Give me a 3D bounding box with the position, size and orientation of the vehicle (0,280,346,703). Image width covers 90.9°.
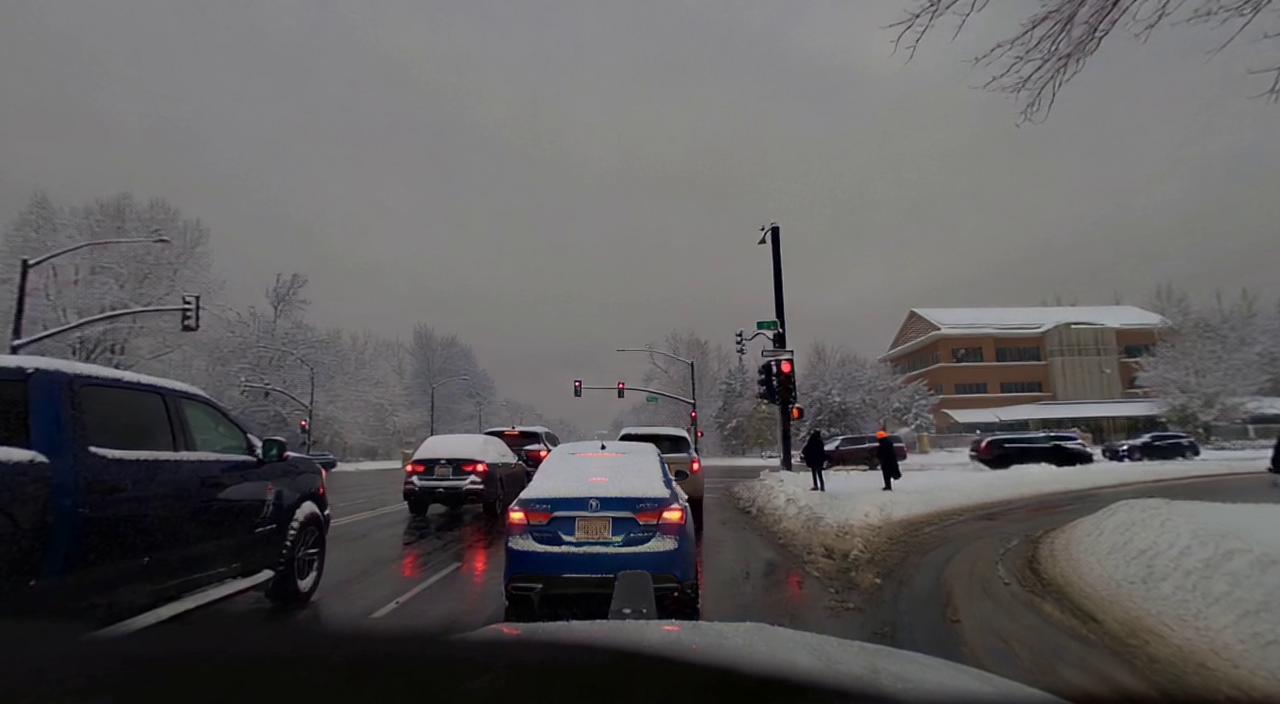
[{"bbox_3d":[-3.684,0.745,2.842,2.202,1.961,4.980,0,-9,1],"label":"vehicle"}]

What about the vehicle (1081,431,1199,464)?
[{"bbox_3d":[29.051,5.560,36.725,4.967,1.794,2.044,-1,-9,2],"label":"vehicle"}]

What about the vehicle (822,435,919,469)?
[{"bbox_3d":[12.229,5.328,33.638,4.394,1.724,1.886,0,-9,1],"label":"vehicle"}]

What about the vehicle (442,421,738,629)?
[{"bbox_3d":[-0.357,1.598,6.873,2.144,1.497,4.446,0,-9,0],"label":"vehicle"}]

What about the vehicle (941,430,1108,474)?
[{"bbox_3d":[15.158,3.993,25.192,5.192,1.620,2.072,-2,-9,13],"label":"vehicle"}]

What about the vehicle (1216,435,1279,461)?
[{"bbox_3d":[36.364,5.509,36.153,4.643,1.464,1.840,-1,-9,3],"label":"vehicle"}]
